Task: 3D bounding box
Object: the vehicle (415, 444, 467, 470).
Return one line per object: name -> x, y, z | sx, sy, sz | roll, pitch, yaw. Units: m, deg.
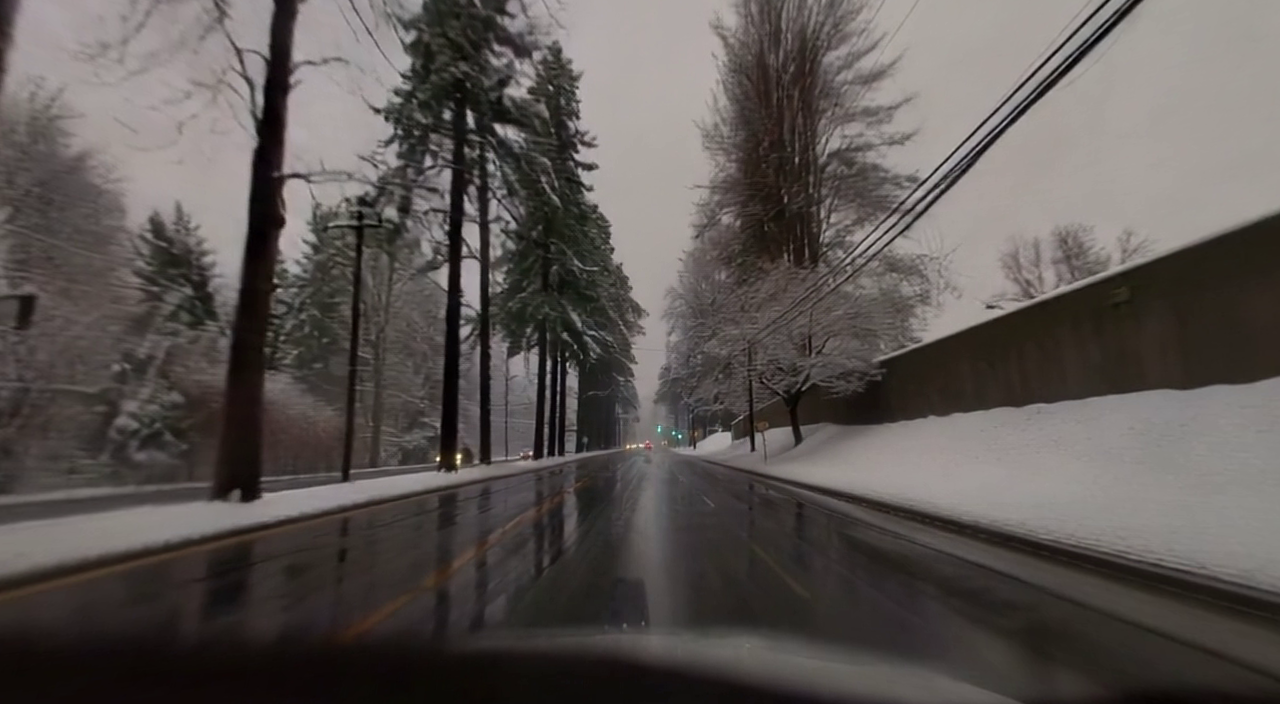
vehicle -> -14.639, 7.709, 46.655 | 2.126, 1.796, 4.749 | 0, -8, 1
